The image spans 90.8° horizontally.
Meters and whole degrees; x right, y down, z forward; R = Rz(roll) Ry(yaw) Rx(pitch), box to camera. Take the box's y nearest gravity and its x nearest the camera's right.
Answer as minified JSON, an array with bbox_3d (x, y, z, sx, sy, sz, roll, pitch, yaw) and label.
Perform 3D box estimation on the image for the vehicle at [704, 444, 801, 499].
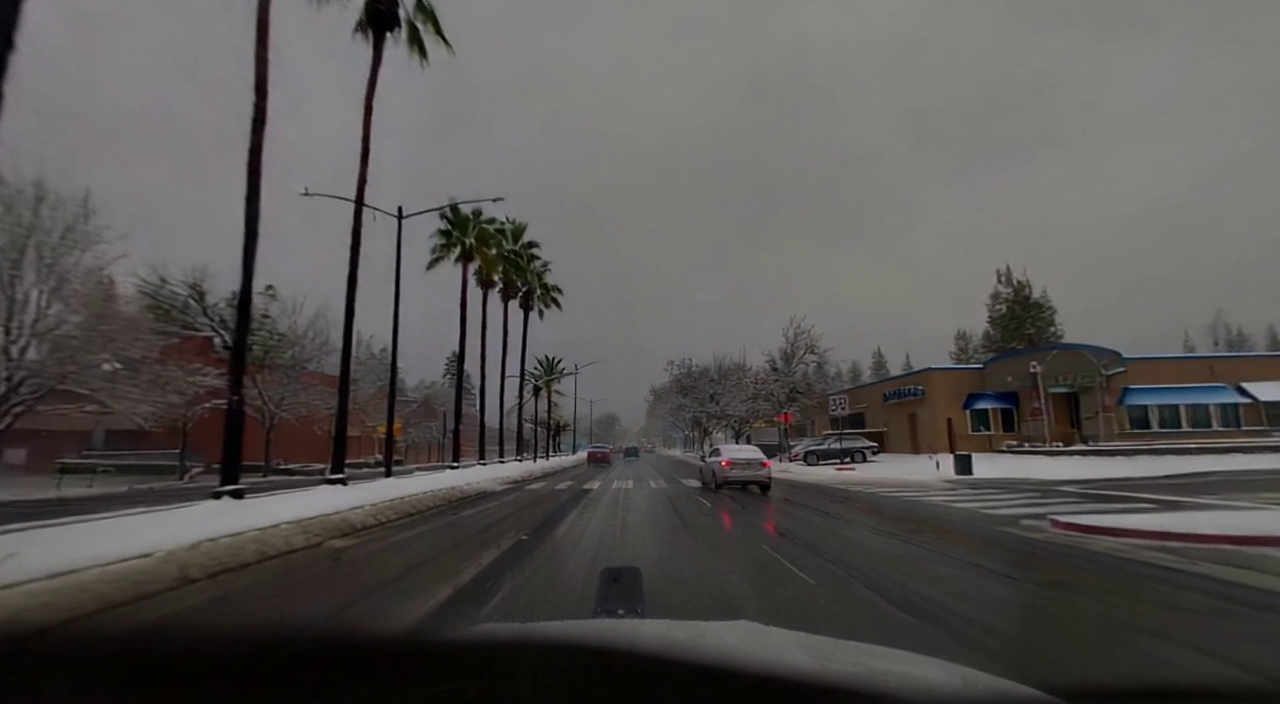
[{"bbox_3d":[3.407,3.707,20.081,2.090,1.503,4.566,0,-9,-2],"label":"vehicle"}]

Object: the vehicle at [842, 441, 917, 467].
[{"bbox_3d":[15.697,6.691,41.510,4.091,1.605,2.017,0,-9,-2],"label":"vehicle"}]
